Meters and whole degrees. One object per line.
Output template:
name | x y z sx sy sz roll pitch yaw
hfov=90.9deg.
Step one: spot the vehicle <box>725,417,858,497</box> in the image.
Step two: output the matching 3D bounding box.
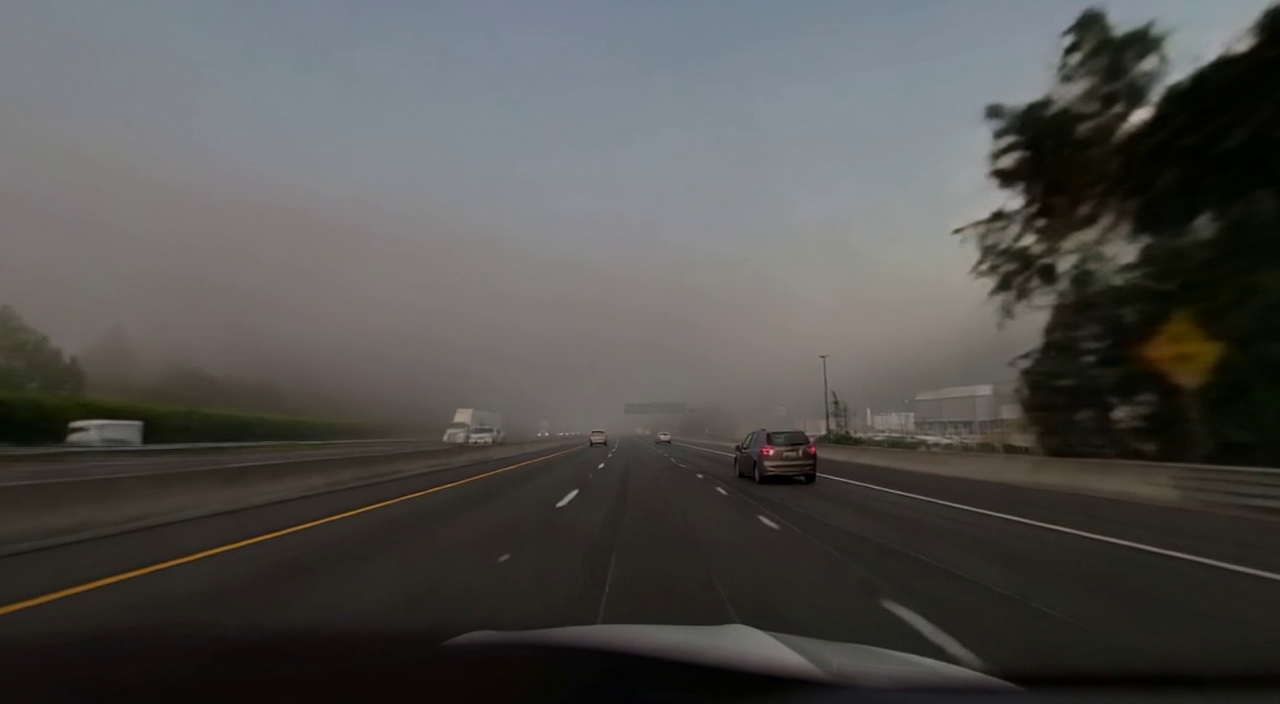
vehicle | 3.415 2.452 15.118 2.022 1.637 4.229 0 -8 -2
